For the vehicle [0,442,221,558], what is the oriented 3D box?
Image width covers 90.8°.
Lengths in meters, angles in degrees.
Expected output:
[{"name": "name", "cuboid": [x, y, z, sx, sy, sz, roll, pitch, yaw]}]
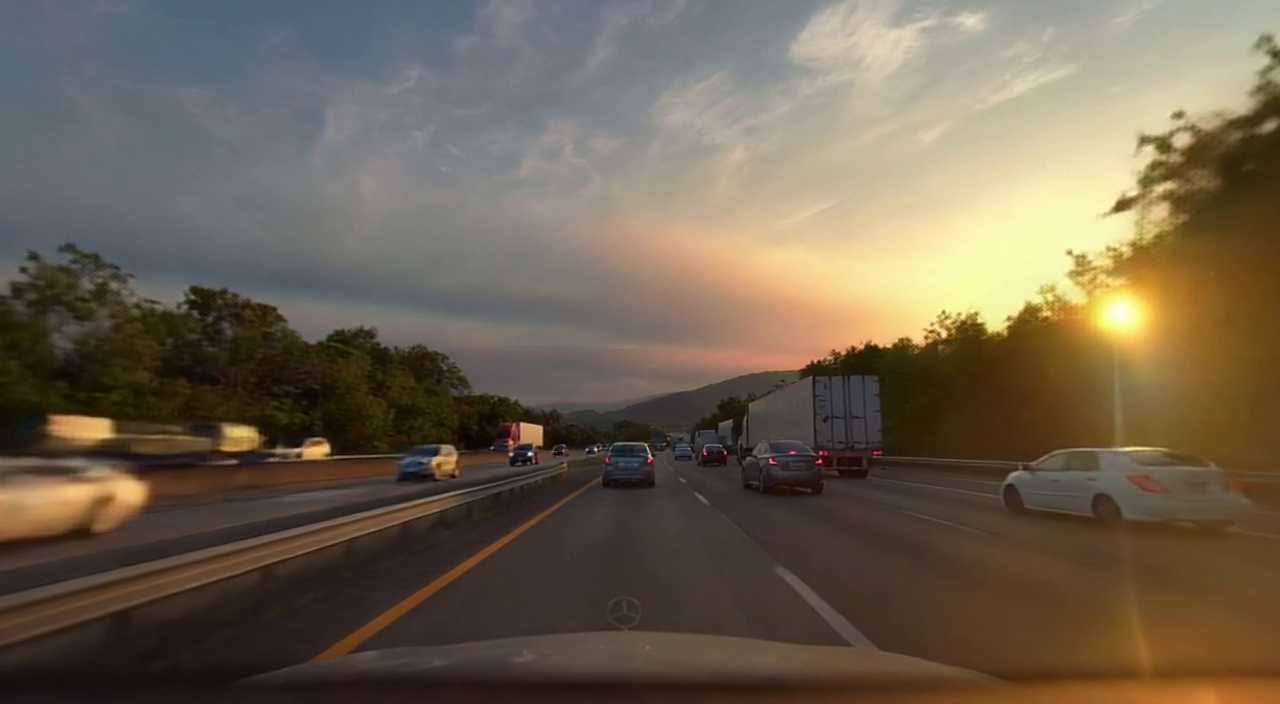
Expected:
[{"name": "vehicle", "cuboid": [-9.280, 2.205, 10.014, 2.053, 1.476, 4.544, 0, -9, 1]}]

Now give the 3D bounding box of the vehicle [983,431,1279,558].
[{"name": "vehicle", "cuboid": [7.329, 1.989, 9.504, 1.951, 1.467, 4.173, 0, -9, 0]}]

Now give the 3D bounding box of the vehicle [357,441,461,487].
[{"name": "vehicle", "cuboid": [-8.147, 3.993, 22.735, 2.106, 1.494, 4.170, 0, -9, 1]}]

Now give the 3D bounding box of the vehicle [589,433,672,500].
[{"name": "vehicle", "cuboid": [-0.202, 3.074, 17.208, 2.023, 1.618, 3.628, 0, -9, 1]}]

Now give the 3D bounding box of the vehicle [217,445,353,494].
[{"name": "vehicle", "cuboid": [-12.004, 3.995, 21.795, 1.908, 1.478, 4.690, 0, -9, 1]}]

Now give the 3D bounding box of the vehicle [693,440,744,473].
[{"name": "vehicle", "cuboid": [4.090, 5.545, 33.699, 2.150, 1.632, 4.260, 0, -9, 0]}]

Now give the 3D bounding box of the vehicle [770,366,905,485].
[{"name": "vehicle", "cuboid": [7.666, 3.152, 25.993, 2.823, 4.063, 8.485, 0, -9, 1]}]

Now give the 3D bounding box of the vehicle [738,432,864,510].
[{"name": "vehicle", "cuboid": [3.624, 2.752, 15.003, 1.920, 1.594, 3.867, 0, -9, -1]}]

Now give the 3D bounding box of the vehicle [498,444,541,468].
[{"name": "vehicle", "cuboid": [-8.261, 7.151, 43.577, 1.976, 1.549, 4.303, 0, -9, 1]}]
